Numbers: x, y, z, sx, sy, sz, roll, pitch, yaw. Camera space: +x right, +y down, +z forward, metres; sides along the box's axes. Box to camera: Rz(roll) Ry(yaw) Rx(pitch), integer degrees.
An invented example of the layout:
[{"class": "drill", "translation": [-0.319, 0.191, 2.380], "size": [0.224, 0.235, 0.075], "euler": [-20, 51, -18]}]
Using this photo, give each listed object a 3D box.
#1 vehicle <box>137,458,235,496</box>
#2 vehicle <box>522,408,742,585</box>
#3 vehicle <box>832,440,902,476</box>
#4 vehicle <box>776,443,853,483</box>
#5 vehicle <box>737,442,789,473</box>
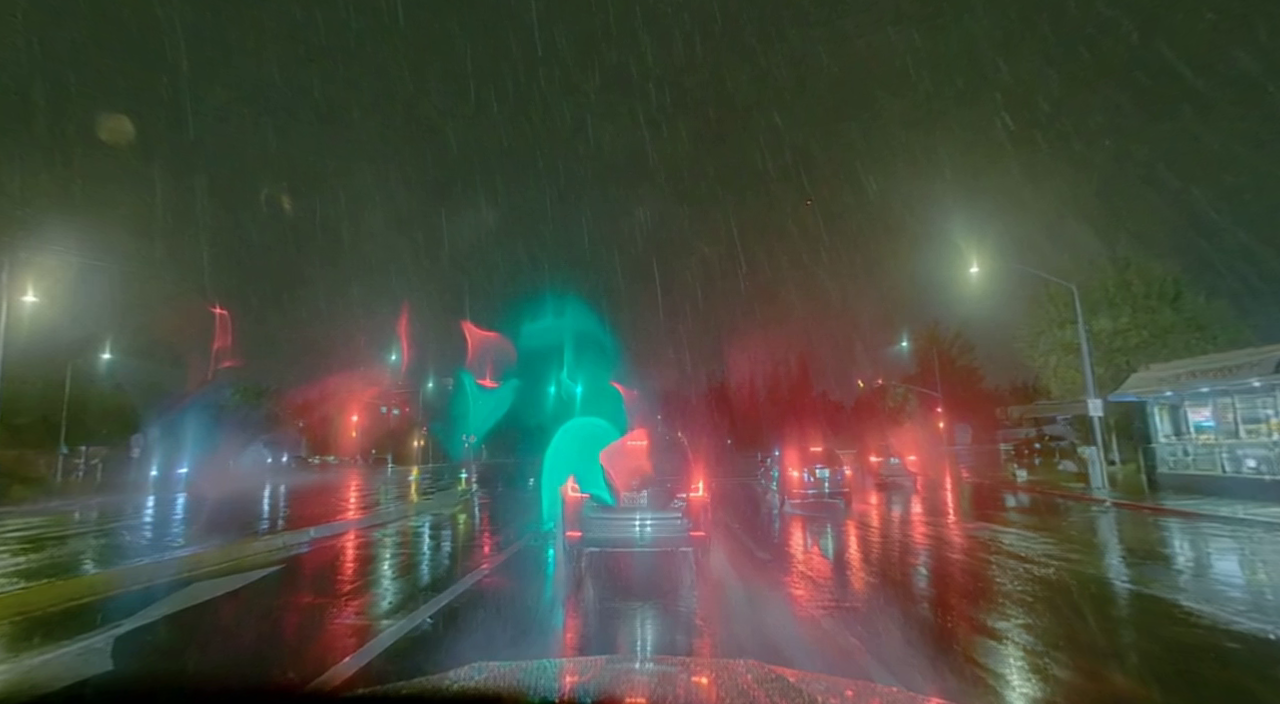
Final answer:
[{"class": "vehicle", "translation": [-20.282, 5.558, 28.361], "size": [1.969, 1.458, 4.300], "euler": [2, -9, -13]}, {"class": "vehicle", "translation": [-0.059, 1.691, 8.114], "size": [2.115, 1.700, 3.901], "euler": [0, -8, 1]}, {"class": "vehicle", "translation": [11.184, 5.253, 31.395], "size": [2.081, 1.651, 4.432], "euler": [-1, -9, 4]}, {"class": "vehicle", "translation": [6.858, 4.376, 25.224], "size": [1.833, 1.452, 4.237], "euler": [0, -8, 0]}, {"class": "vehicle", "translation": [6.267, 5.448, 32.629], "size": [1.961, 1.477, 4.454], "euler": [0, -8, 2]}]
